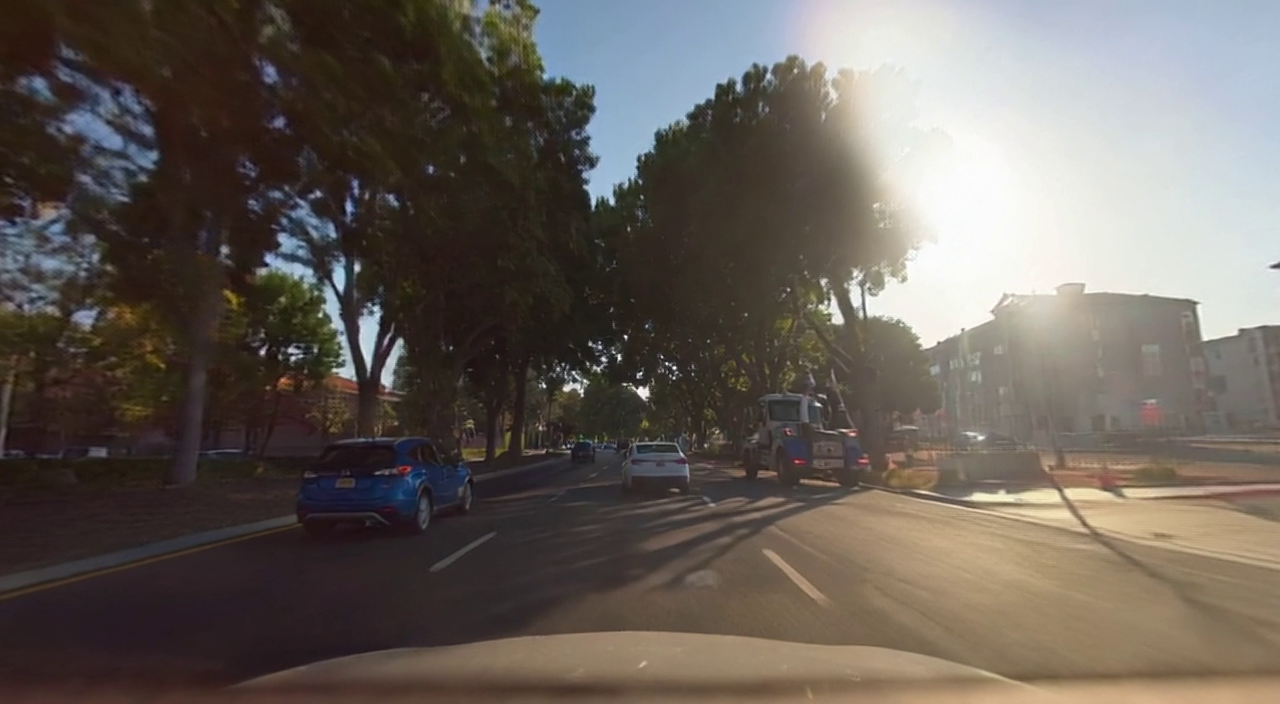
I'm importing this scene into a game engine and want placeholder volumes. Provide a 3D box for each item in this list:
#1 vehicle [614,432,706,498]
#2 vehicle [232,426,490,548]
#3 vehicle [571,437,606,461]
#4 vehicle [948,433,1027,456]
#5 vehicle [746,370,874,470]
[{"bbox_3d":[0.435,2.861,16.334,2.086,1.466,4.026,0,-8,0],"label":"vehicle"},{"bbox_3d":[-4.089,2.059,10.386,2.003,1.507,4.808,0,-8,1],"label":"vehicle"},{"bbox_3d":[-3.693,7.075,46.111,2.062,1.641,4.193,0,-8,2],"label":"vehicle"},{"bbox_3d":[25.189,6.734,45.864,1.955,1.599,4.618,4,-9,-26],"label":"vehicle"},{"bbox_3d":[5.743,2.532,22.439,2.736,3.078,5.825,0,-8,-2],"label":"vehicle"}]
